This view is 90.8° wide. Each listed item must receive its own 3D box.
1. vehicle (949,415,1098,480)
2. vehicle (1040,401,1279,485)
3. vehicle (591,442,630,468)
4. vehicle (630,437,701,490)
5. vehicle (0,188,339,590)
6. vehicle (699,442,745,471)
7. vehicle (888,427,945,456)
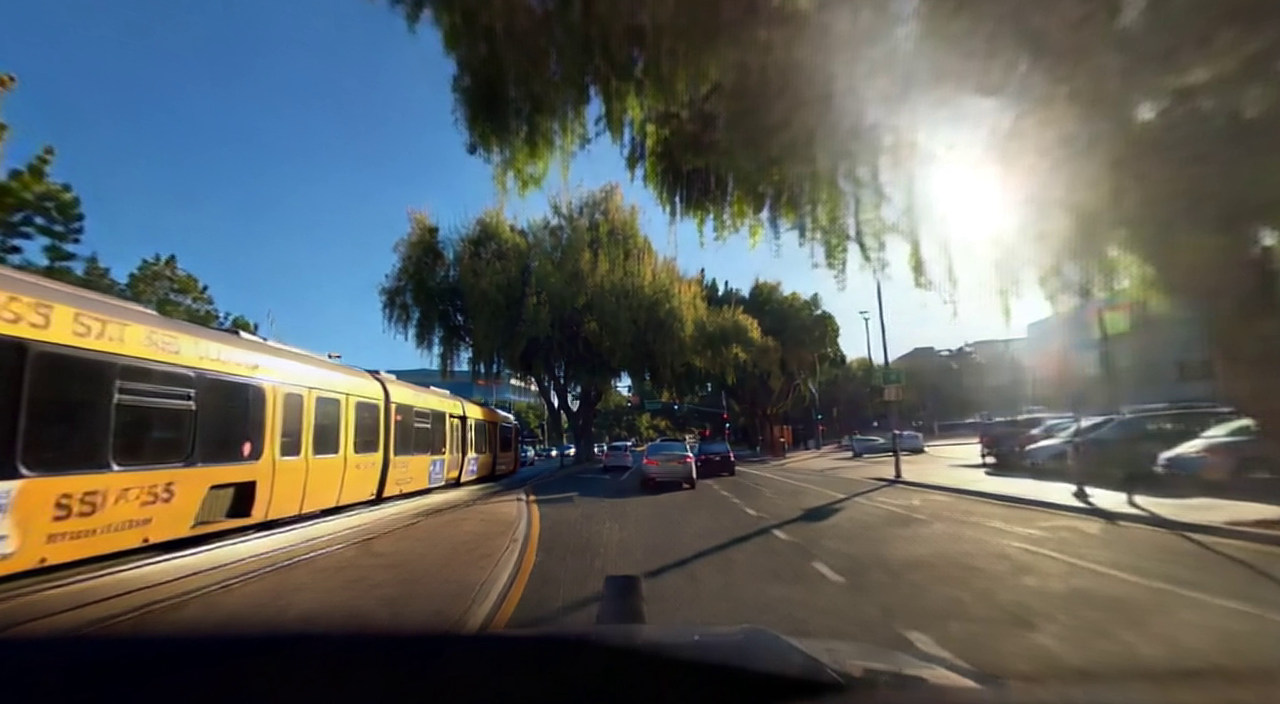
[{"bbox_3d":[14.034,3.439,23.659,2.221,2.116,5.535,0,-6,2],"label":"vehicle"},{"bbox_3d":[13.801,2.497,17.279,2.145,1.911,5.581,0,-8,1],"label":"vehicle"},{"bbox_3d":[-1.719,6.269,38.713,2.118,1.478,4.076,0,-8,1],"label":"vehicle"},{"bbox_3d":[0.759,3.484,20.082,2.002,1.471,4.337,0,-8,1],"label":"vehicle"},{"bbox_3d":[-7.396,0.271,5.275,2.897,3.700,13.528,0,-7,1],"label":"vehicle"},{"bbox_3d":[4.393,5.650,34.410,1.944,1.447,4.392,0,-8,0],"label":"vehicle"},{"bbox_3d":[19.832,6.454,45.508,2.116,1.937,4.515,0,-8,2],"label":"vehicle"}]
